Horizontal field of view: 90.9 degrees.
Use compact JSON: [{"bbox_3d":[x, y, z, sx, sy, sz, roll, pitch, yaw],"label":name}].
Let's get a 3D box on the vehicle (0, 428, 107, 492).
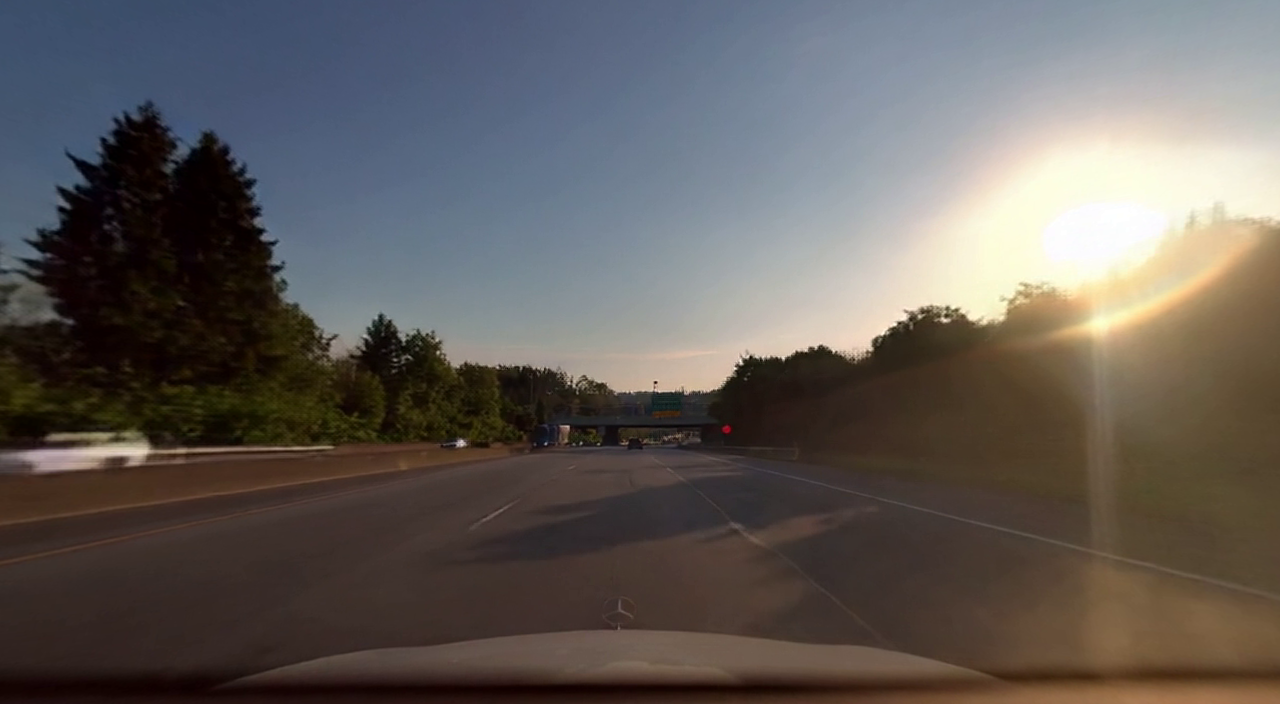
[{"bbox_3d":[-17.099,2.843,16.784,1.893,1.595,4.485,0,-8,-1],"label":"vehicle"}]
